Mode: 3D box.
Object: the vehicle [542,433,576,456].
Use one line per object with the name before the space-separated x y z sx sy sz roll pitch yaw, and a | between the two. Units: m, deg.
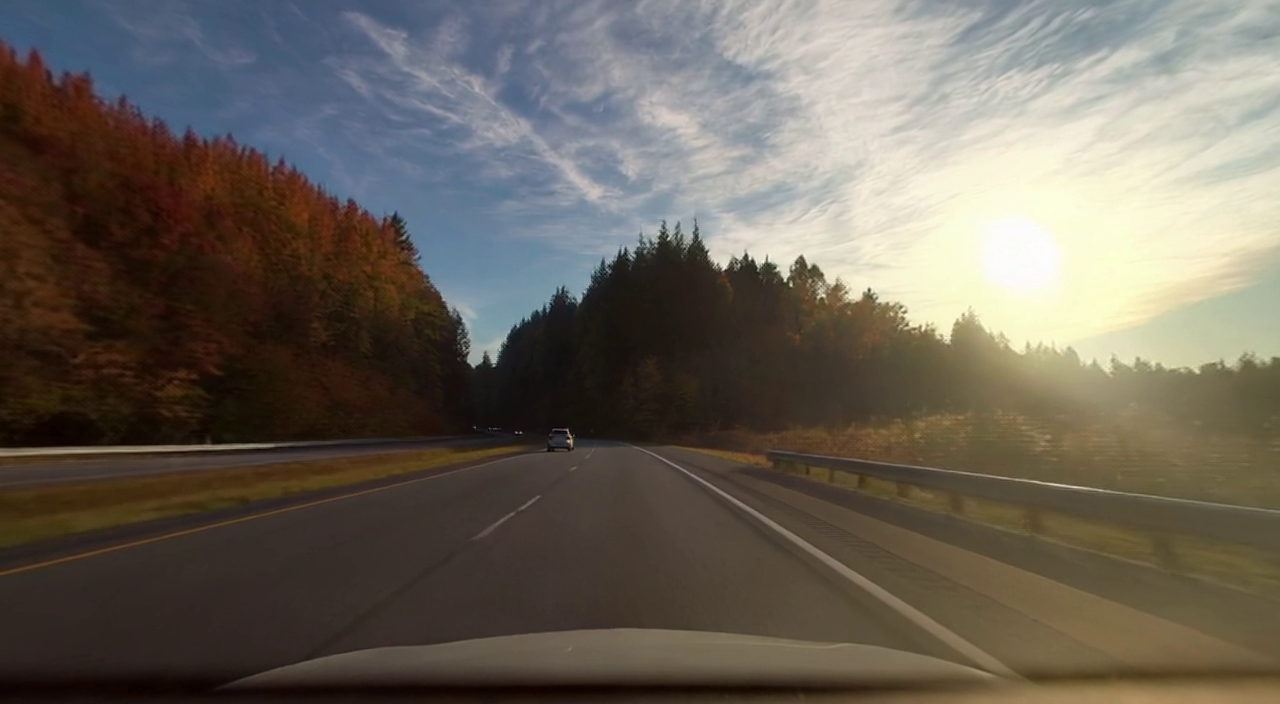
vehicle | -5.732 6.585 45.067 2.073 1.559 4.393 0 -8 -3
